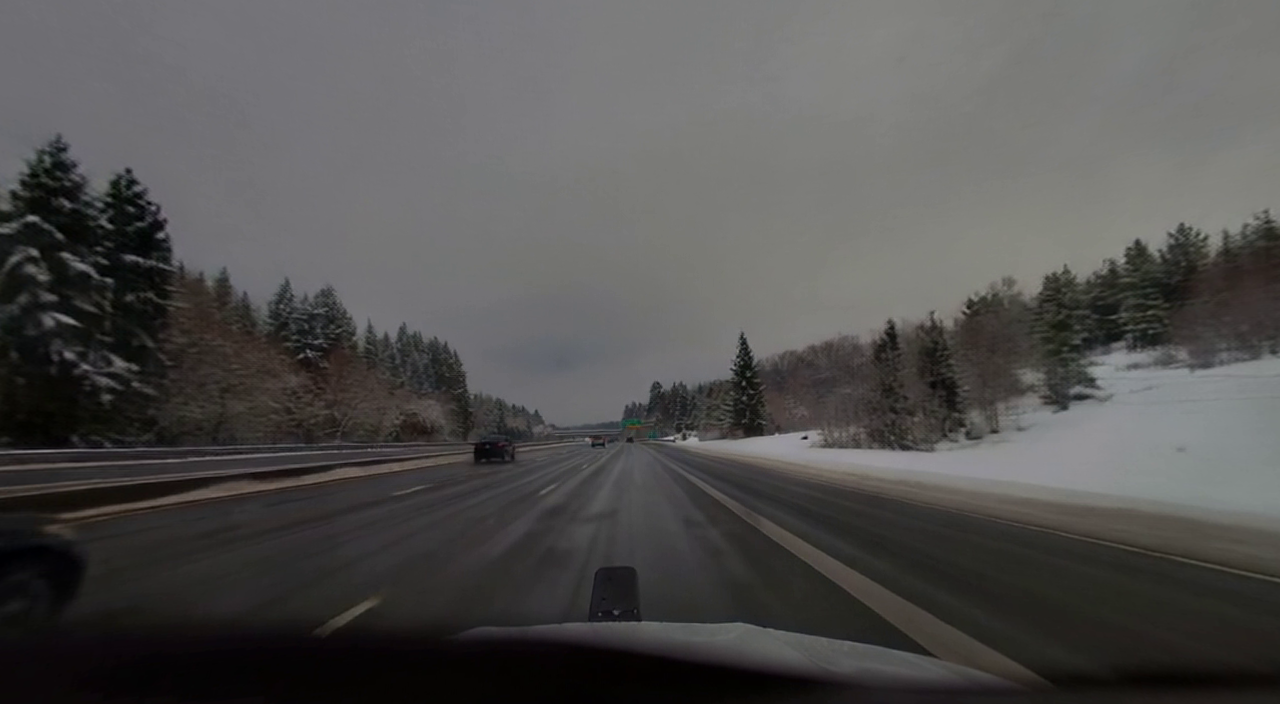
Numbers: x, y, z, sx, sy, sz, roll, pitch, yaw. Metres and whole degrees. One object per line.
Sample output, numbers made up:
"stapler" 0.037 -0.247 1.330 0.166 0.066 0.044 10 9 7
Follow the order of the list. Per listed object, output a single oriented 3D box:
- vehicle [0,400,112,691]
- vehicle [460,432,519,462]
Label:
"vehicle" -4.249 0.841 2.026 1.912 1.495 3.703 0 -8 -1
"vehicle" -8.487 5.360 36.035 2.092 1.574 5.251 0 -8 0
